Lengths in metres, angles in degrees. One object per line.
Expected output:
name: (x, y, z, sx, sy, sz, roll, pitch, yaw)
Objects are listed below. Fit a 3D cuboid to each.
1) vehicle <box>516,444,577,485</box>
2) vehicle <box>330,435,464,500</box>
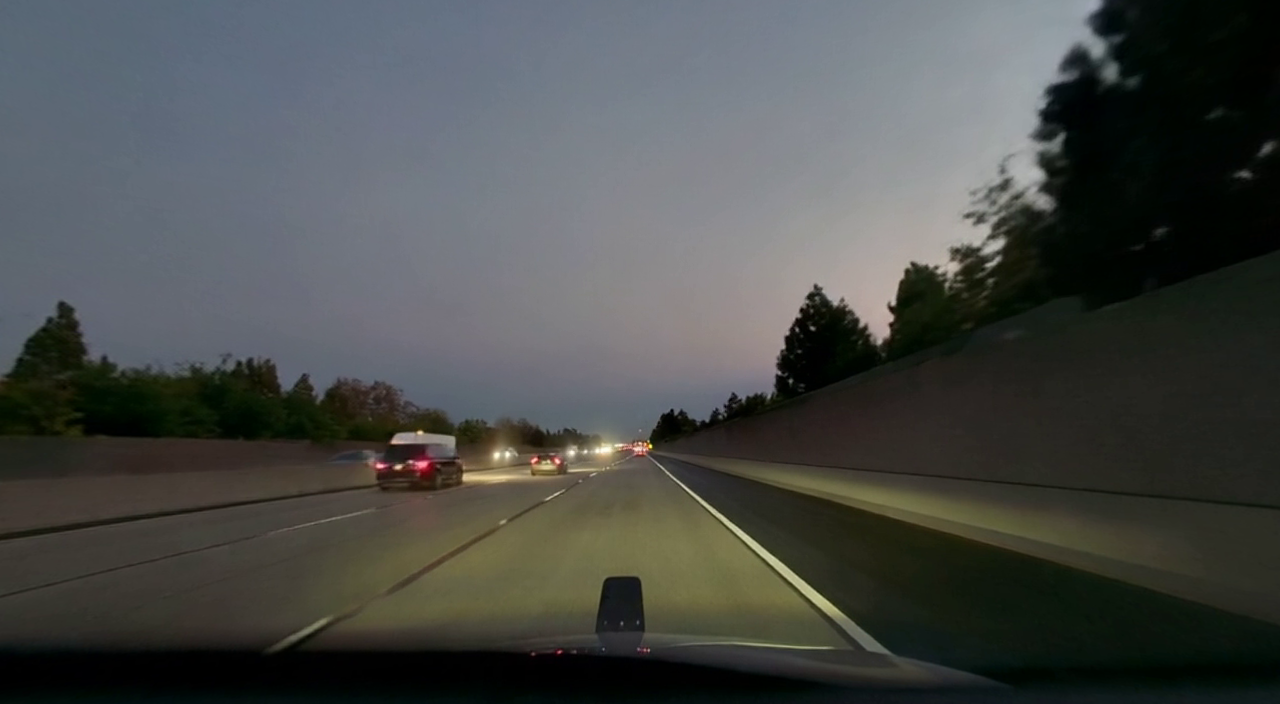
vehicle: (-3.753, 4.565, 25.861, 1.893, 1.521, 3.742, 0, -9, 0)
vehicle: (-7.258, 3.502, 19.566, 2.173, 1.722, 4.869, 0, -9, 0)
